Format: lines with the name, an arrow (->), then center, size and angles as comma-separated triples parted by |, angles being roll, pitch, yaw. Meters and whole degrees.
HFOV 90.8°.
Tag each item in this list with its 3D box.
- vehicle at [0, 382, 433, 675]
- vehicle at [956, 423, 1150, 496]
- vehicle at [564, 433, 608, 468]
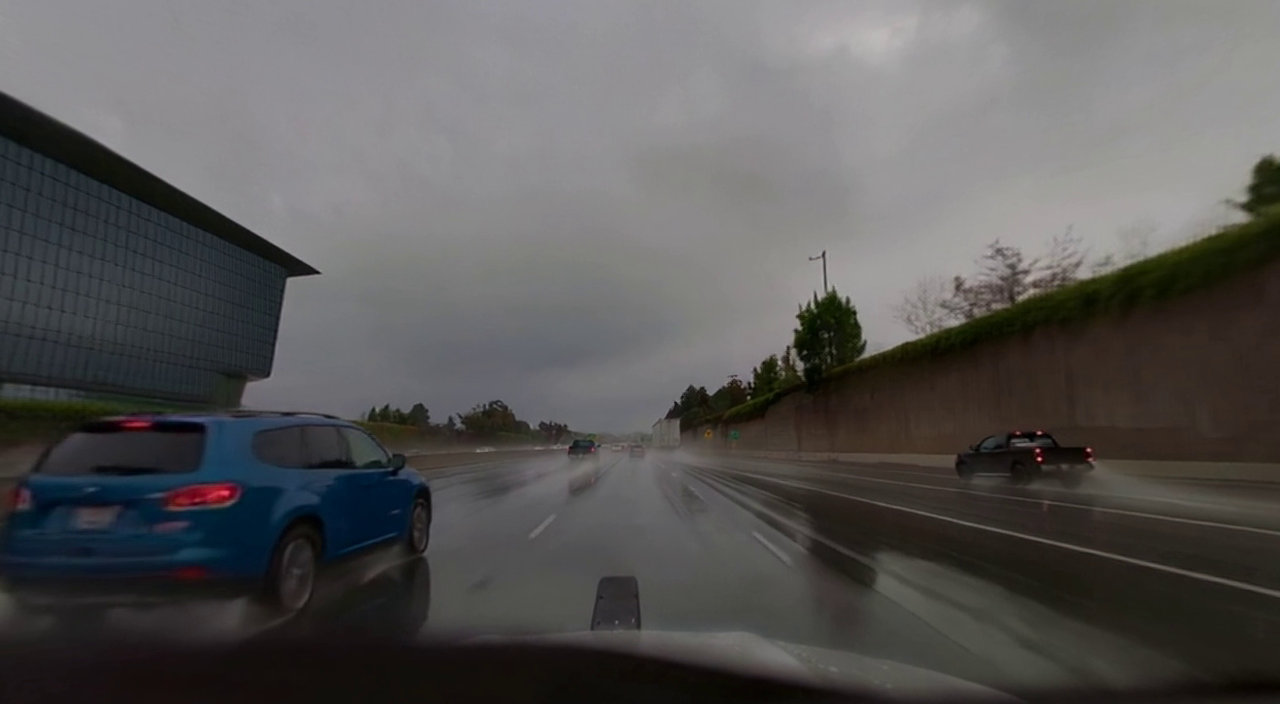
vehicle -> -3.657, 1.365, 5.908 | 2.039, 1.710, 4.237 | 0, -9, -1
vehicle -> 11.593, 3.065, 18.336 | 2.089, 1.787, 5.080 | 0, -9, -1
vehicle -> -3.302, 6.208, 39.817 | 2.284, 2.022, 5.752 | 0, -9, -1
